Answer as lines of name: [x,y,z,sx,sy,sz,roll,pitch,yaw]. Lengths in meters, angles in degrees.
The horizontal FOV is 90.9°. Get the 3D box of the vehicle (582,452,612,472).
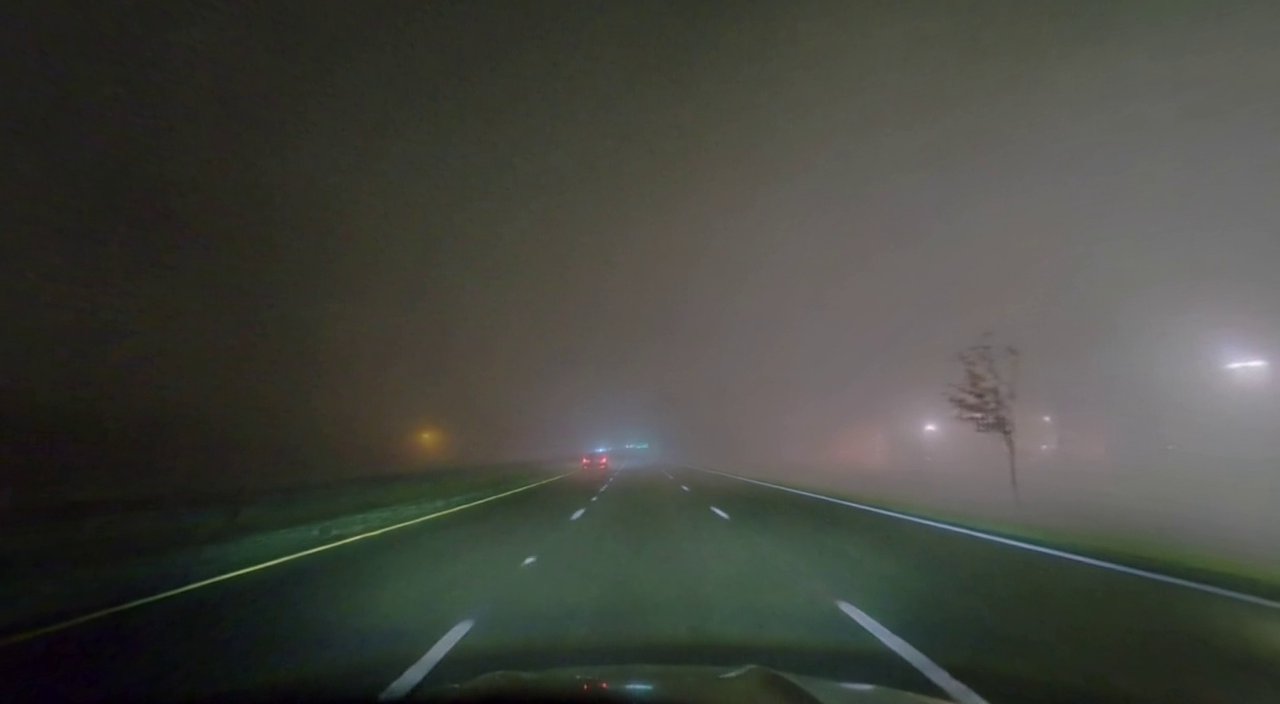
vehicle: [-3.321,8.645,49.639,2.041,1.512,3.996,0,-9,0]
